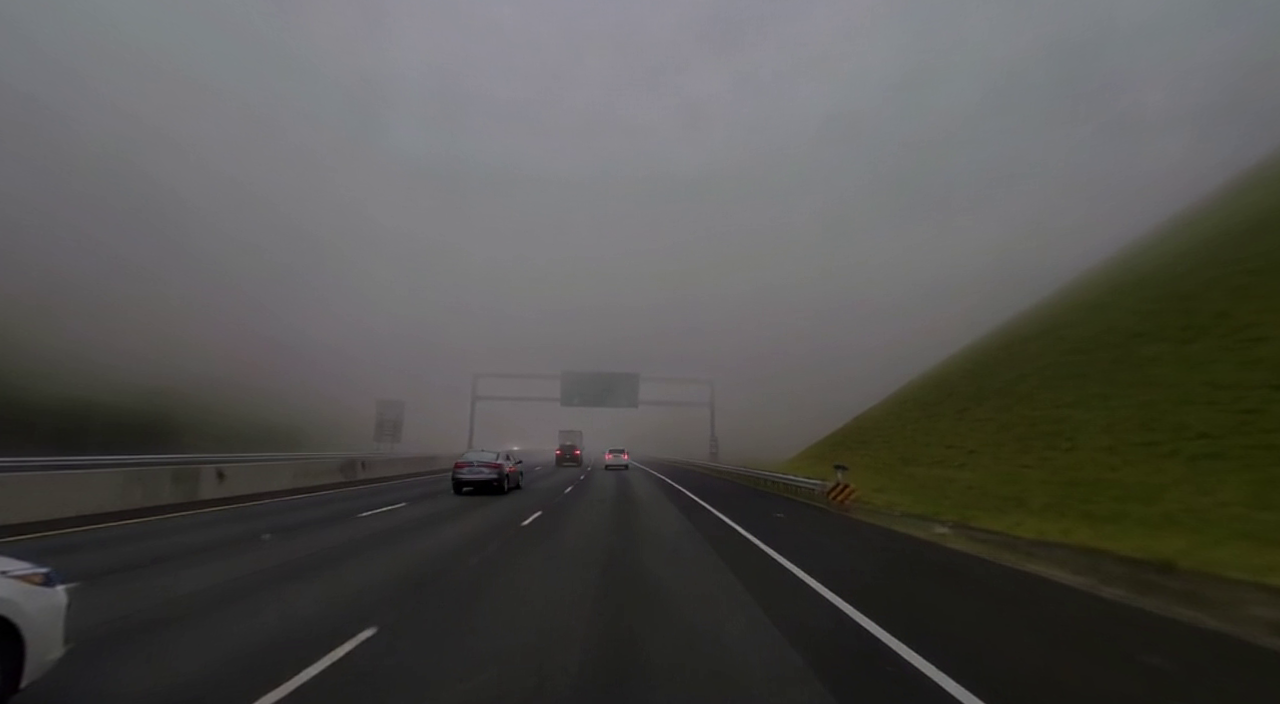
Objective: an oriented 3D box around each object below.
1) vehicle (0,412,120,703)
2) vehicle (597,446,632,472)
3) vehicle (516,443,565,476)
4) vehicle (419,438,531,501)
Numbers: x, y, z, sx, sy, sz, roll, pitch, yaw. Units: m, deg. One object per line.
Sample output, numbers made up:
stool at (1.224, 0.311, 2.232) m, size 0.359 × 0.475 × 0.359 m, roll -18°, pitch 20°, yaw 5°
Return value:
vehicle at (-3.726, 0.804, 1.335) m, size 1.892 × 1.492 × 3.940 m, roll 0°, pitch -9°, yaw -1°
vehicle at (-1.621, 6.468, 38.267) m, size 1.988 × 1.440 × 4.201 m, roll 0°, pitch -9°, yaw -4°
vehicle at (-5.293, 5.750, 34.022) m, size 2.118 × 1.624 × 4.032 m, roll 0°, pitch -9°, yaw -2°
vehicle at (-4.698, 3.411, 18.713) m, size 2.208 × 1.619 × 4.162 m, roll 0°, pitch -9°, yaw 0°
